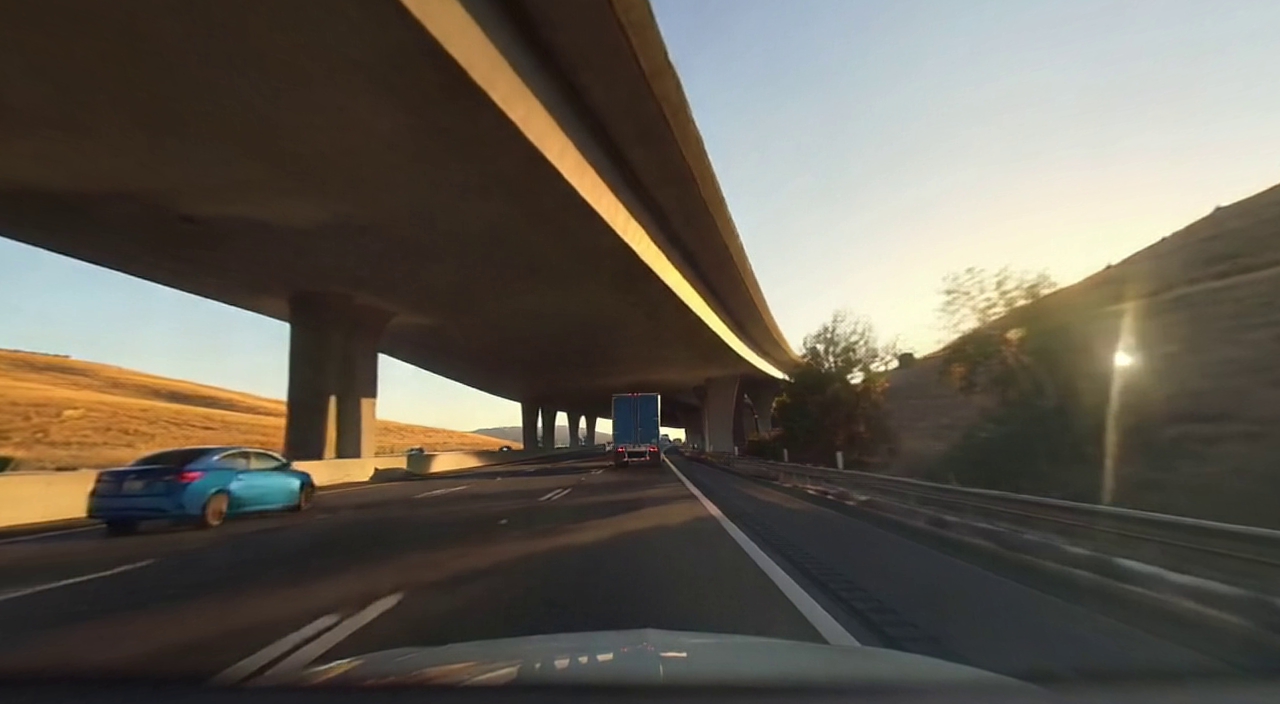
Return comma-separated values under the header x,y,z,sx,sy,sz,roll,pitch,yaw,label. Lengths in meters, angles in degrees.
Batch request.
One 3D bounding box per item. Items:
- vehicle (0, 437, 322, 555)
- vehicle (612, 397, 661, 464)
x,y,z,sx,sy,sz,roll,pitch,yaw,label
-7.527,2.202,10.482,2.078,1.496,4.563,0,-8,1,vehicle
-0.161,5.494,43.249,2.866,4.014,11.261,0,-8,1,vehicle
